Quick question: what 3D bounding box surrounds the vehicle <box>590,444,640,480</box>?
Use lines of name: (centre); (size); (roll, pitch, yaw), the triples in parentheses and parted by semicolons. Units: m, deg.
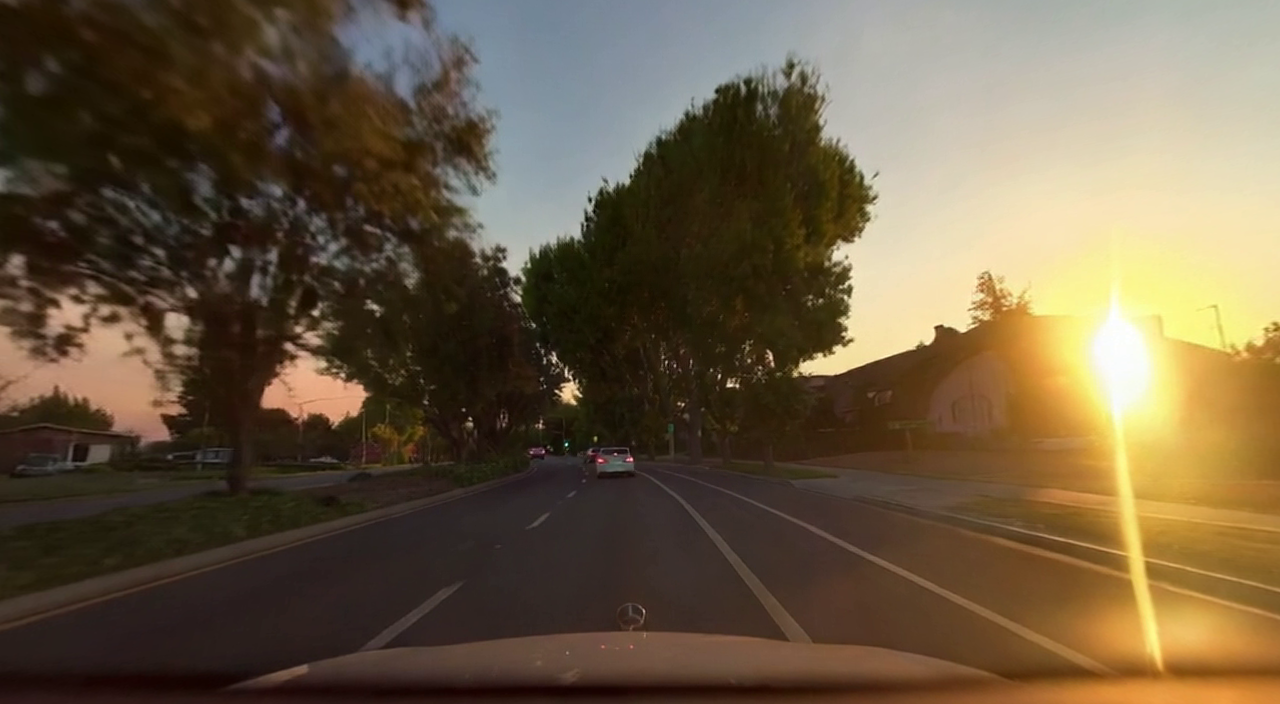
vehicle: (-1.187, 4.846, 28.191); (2.009, 1.456, 4.003); (1, -8, -5)
